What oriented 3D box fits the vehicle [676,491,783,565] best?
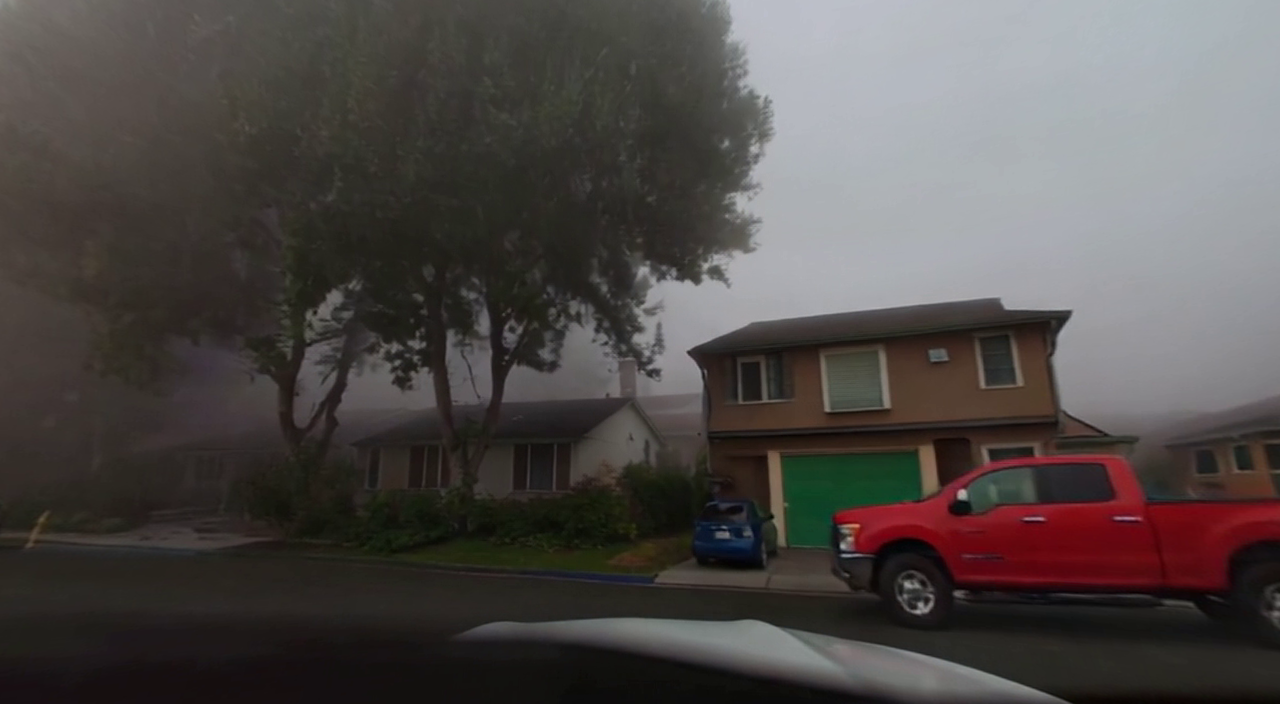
[{"bbox_3d":[2.522,4.632,16.940,1.869,1.460,3.826,-8,-11,21],"label":"vehicle"}]

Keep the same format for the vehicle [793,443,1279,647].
[{"bbox_3d":[4.844,2.057,7.400,5.600,1.835,2.161,-4,-11,20],"label":"vehicle"}]
